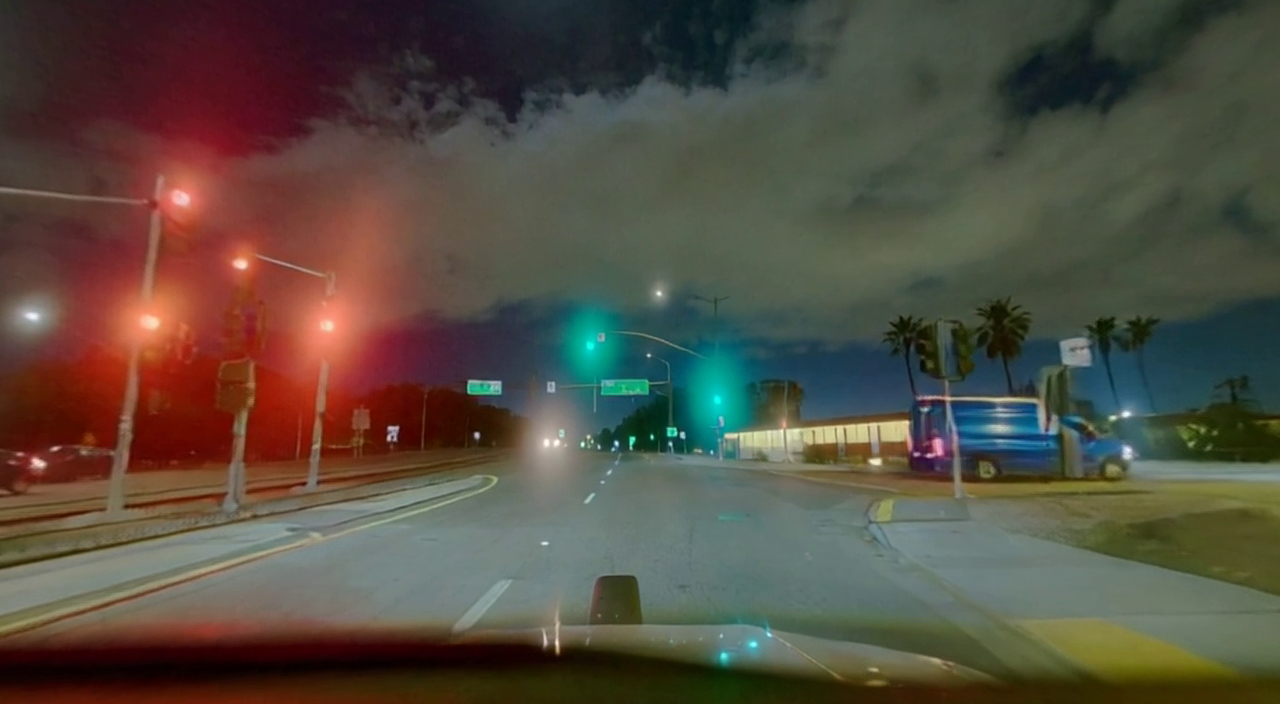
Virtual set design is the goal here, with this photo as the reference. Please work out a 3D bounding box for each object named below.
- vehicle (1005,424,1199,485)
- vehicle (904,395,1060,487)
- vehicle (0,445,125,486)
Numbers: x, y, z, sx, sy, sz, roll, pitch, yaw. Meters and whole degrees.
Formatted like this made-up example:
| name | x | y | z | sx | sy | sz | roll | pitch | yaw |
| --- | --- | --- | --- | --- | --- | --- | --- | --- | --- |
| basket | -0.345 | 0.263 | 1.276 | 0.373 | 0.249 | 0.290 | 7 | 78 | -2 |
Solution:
| name | x | y | z | sx | sy | sz | roll | pitch | yaw |
| --- | --- | --- | --- | --- | --- | --- | --- | --- | --- |
| vehicle | 17.518 | 3.905 | 24.096 | 6.055 | 2.140 | 2.266 | 2 | -8 | -10 |
| vehicle | 12.258 | 3.208 | 22.793 | 4.180 | 3.020 | 2.606 | 3 | -9 | -18 |
| vehicle | -25.425 | 4.809 | 26.960 | 4.925 | 1.634 | 2.219 | 0 | -9 | 2 |
